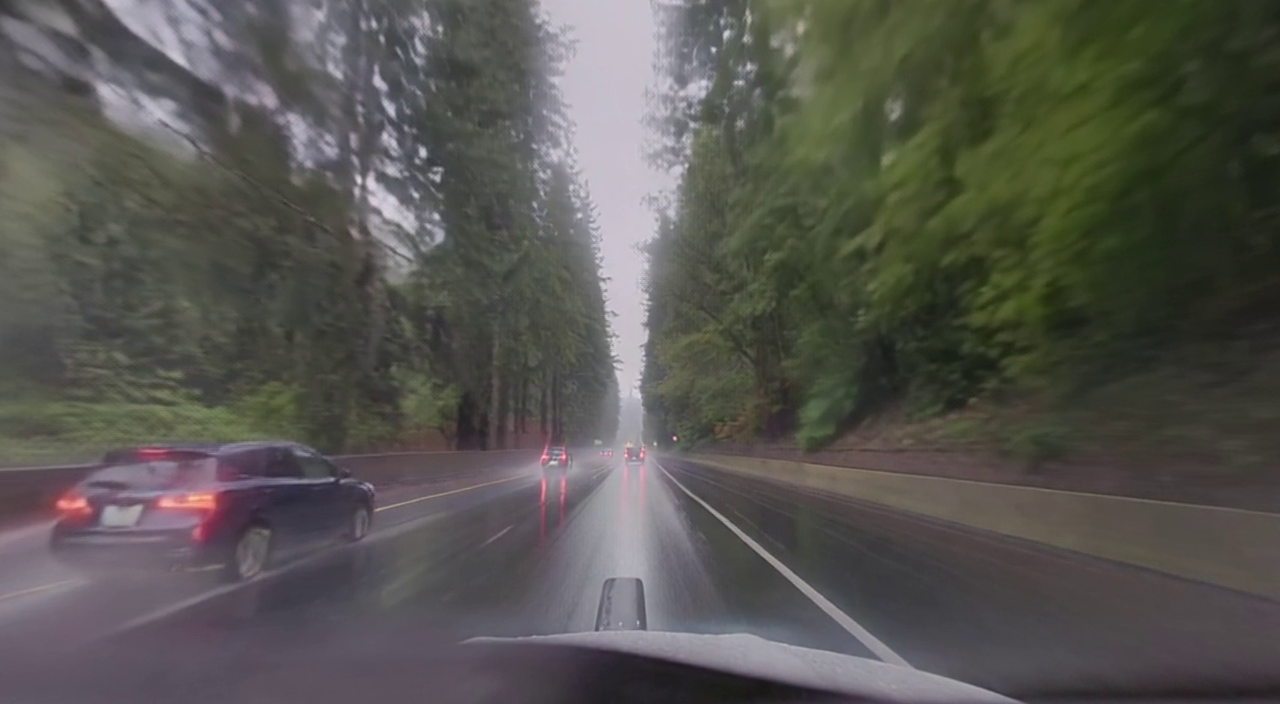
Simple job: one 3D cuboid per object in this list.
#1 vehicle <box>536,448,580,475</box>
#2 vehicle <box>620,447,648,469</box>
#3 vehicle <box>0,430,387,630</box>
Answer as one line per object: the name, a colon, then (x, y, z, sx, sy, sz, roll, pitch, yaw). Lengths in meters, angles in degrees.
vehicle: (-4.738, 6.375, 37.024, 2.052, 1.468, 4.390, 0, -9, -1)
vehicle: (-0.510, 8.261, 49.304, 2.070, 1.603, 4.806, 0, -9, -2)
vehicle: (-4.637, 1.688, 7.044, 1.838, 1.508, 4.317, 0, -9, 0)
